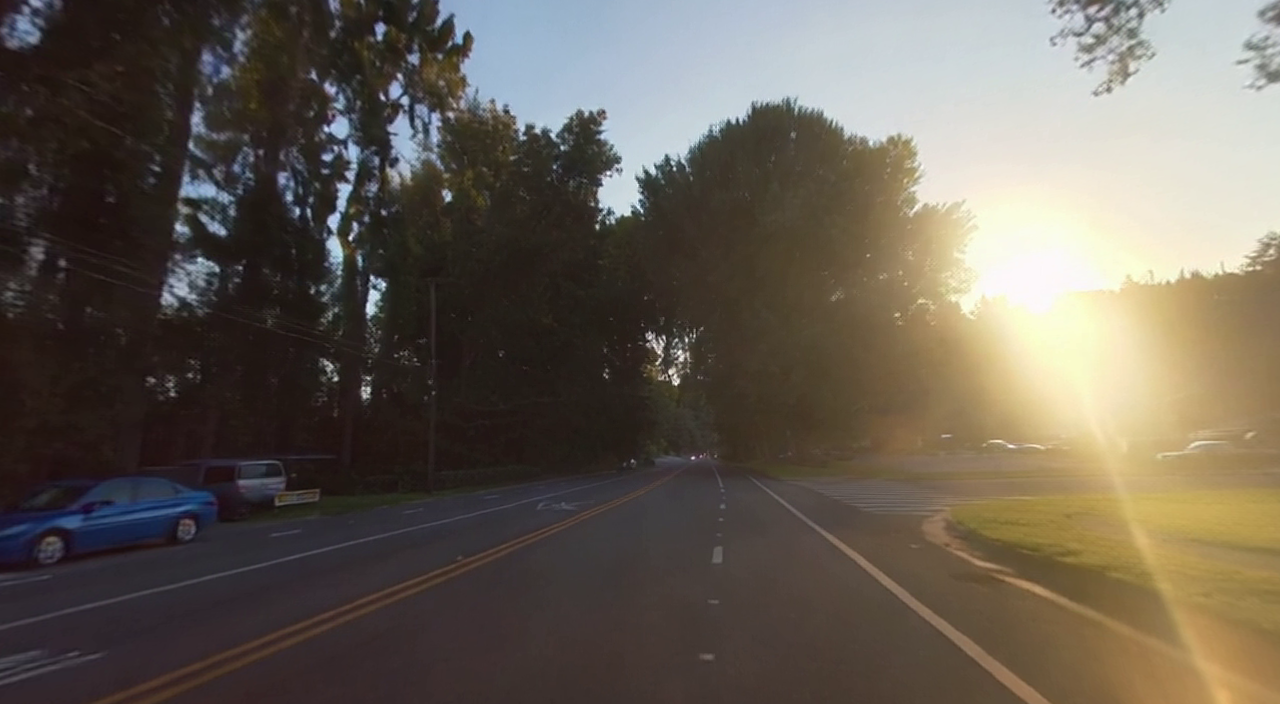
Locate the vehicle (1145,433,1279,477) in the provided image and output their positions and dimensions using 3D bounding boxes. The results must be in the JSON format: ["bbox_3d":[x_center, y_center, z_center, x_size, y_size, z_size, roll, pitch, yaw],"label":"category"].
[{"bbox_3d":[25.702,4.486,27.625,4.955,1.814,2.166,-1,-9,9],"label":"vehicle"}]

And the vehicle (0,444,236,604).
[{"bbox_3d":[-9.904,2.847,11.181,2.087,1.700,4.467,-5,-1,9],"label":"vehicle"}]
